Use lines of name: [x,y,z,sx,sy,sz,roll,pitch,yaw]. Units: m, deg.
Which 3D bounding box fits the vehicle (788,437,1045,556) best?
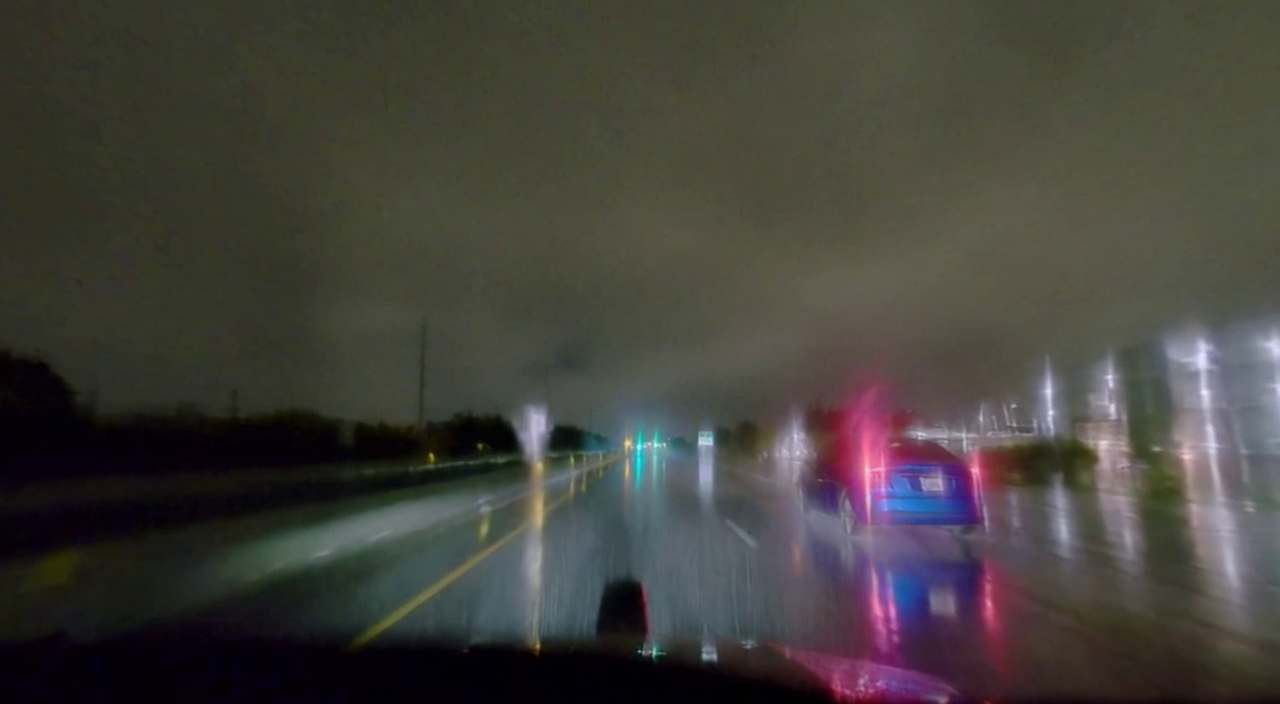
vehicle: [4.103,2.207,10.502,2.053,1.490,4.799,0,-8,-1]
